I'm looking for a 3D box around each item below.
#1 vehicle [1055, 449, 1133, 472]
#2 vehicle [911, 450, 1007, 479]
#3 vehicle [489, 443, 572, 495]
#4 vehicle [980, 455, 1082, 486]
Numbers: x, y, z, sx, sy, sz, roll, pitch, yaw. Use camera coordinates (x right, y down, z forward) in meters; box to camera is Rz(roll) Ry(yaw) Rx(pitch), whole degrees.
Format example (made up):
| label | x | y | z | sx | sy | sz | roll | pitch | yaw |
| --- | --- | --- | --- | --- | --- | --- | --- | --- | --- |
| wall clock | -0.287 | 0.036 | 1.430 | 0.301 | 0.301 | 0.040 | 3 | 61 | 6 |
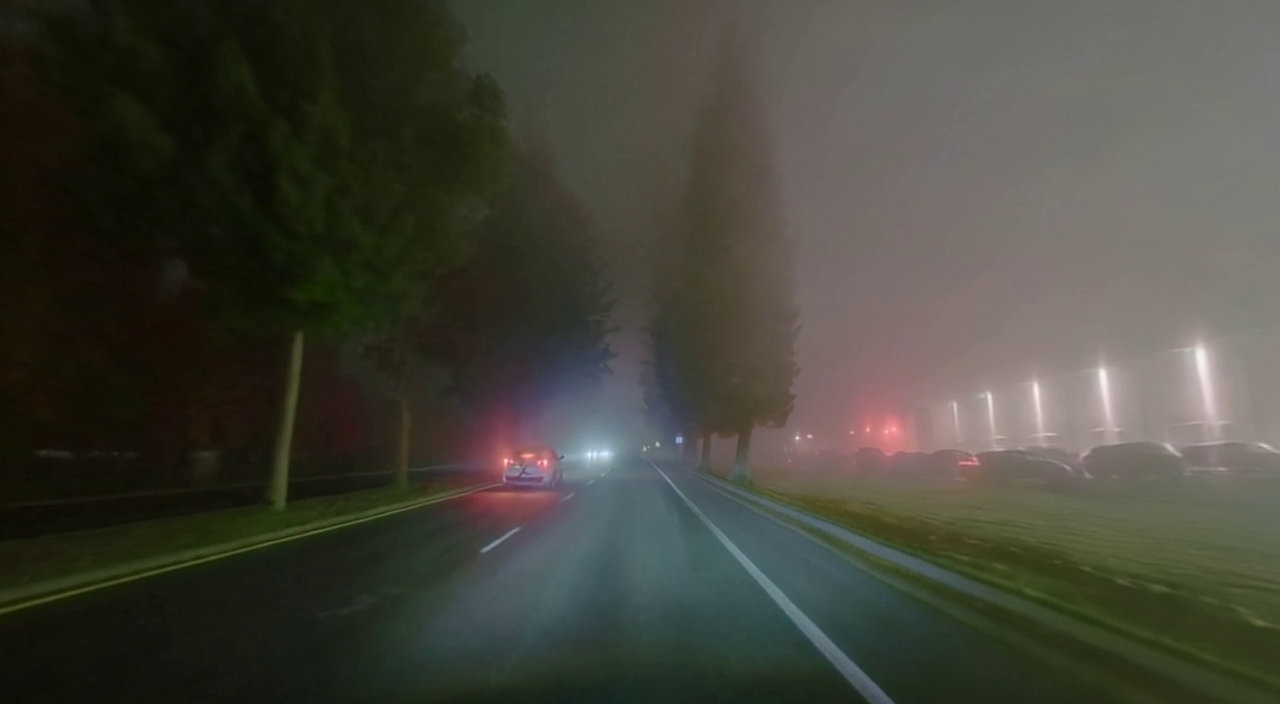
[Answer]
| label | x | y | z | sx | sy | sz | roll | pitch | yaw |
| --- | --- | --- | --- | --- | --- | --- | --- | --- | --- |
| vehicle | 30.853 | 7.360 | 42.931 | 4.170 | 1.438 | 1.948 | 2 | -9 | -14 |
| vehicle | 18.399 | 6.501 | 36.552 | 4.520 | 1.557 | 2.056 | 1 | -9 | -7 |
| vehicle | -3.556 | 3.871 | 21.265 | 2.030 | 1.550 | 3.925 | 0 | -9 | 1 |
| vehicle | 19.363 | 5.859 | 31.376 | 3.870 | 1.459 | 1.869 | 1 | -9 | -6 |
